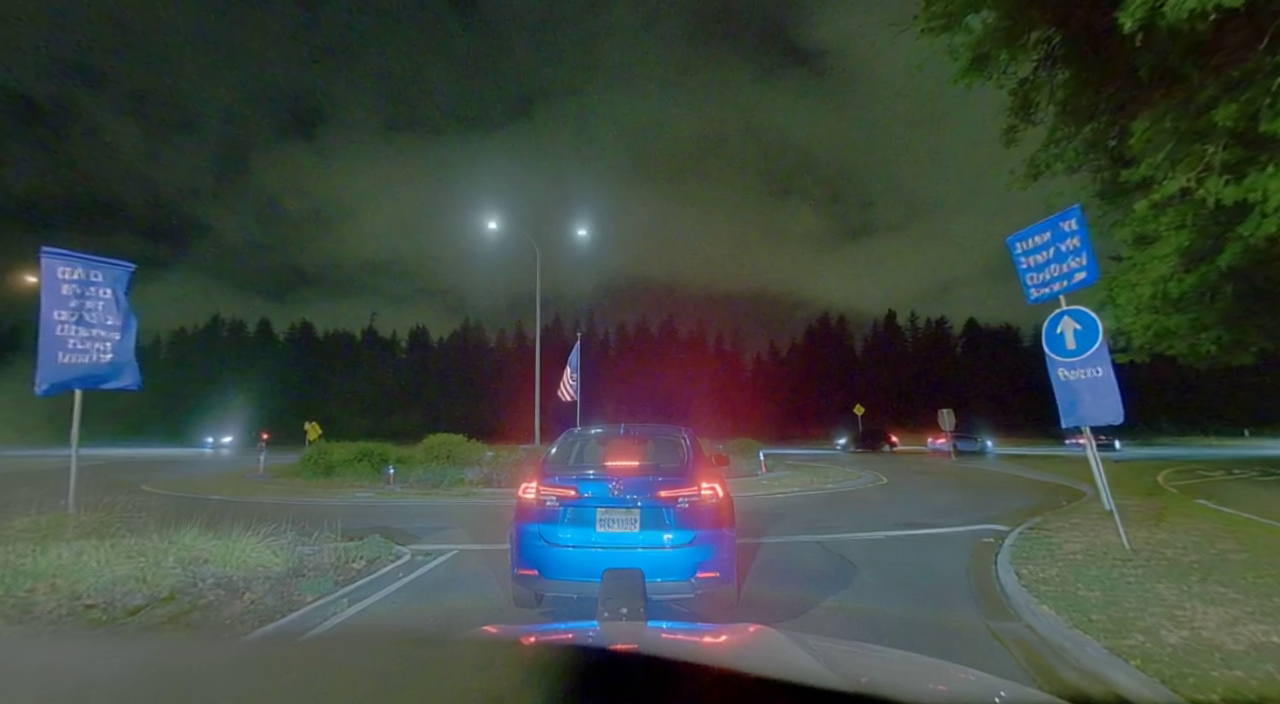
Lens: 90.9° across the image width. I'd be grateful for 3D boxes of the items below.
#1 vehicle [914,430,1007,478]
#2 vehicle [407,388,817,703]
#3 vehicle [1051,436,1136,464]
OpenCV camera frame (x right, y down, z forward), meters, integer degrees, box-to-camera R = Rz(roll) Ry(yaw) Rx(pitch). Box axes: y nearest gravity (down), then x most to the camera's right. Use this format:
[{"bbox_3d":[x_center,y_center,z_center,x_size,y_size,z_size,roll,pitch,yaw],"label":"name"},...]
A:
[{"bbox_3d":[12.669,3.984,24.783,2.132,1.691,4.485,-8,-12,40],"label":"vehicle"},{"bbox_3d":[-0.066,1.318,5.283,2.078,1.607,4.010,-1,-9,3],"label":"vehicle"},{"bbox_3d":[24.839,5.369,34.496,4.147,1.475,1.850,4,-10,-25],"label":"vehicle"}]
